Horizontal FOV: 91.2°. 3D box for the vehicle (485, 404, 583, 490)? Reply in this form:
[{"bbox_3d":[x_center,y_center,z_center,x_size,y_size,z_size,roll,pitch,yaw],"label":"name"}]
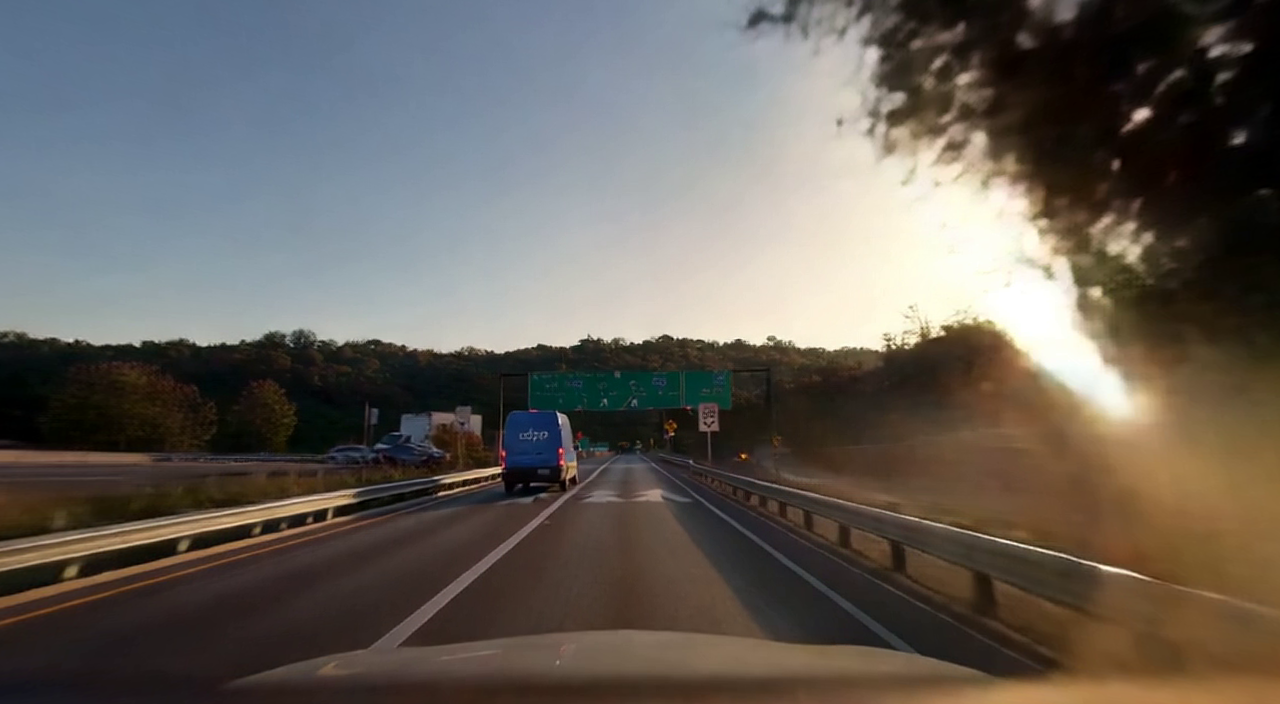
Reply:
[{"bbox_3d":[-3.617,3.507,23.118,2.463,2.640,7.034,0,-9,-1],"label":"vehicle"}]

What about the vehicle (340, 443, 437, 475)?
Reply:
[{"bbox_3d":[-12.901,5.504,32.460,4.396,1.557,1.952,2,-9,-14],"label":"vehicle"}]

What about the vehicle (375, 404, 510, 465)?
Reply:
[{"bbox_3d":[-14.379,6.074,45.429,10.047,3.953,3.340,-6,-10,31],"label":"vehicle"}]
